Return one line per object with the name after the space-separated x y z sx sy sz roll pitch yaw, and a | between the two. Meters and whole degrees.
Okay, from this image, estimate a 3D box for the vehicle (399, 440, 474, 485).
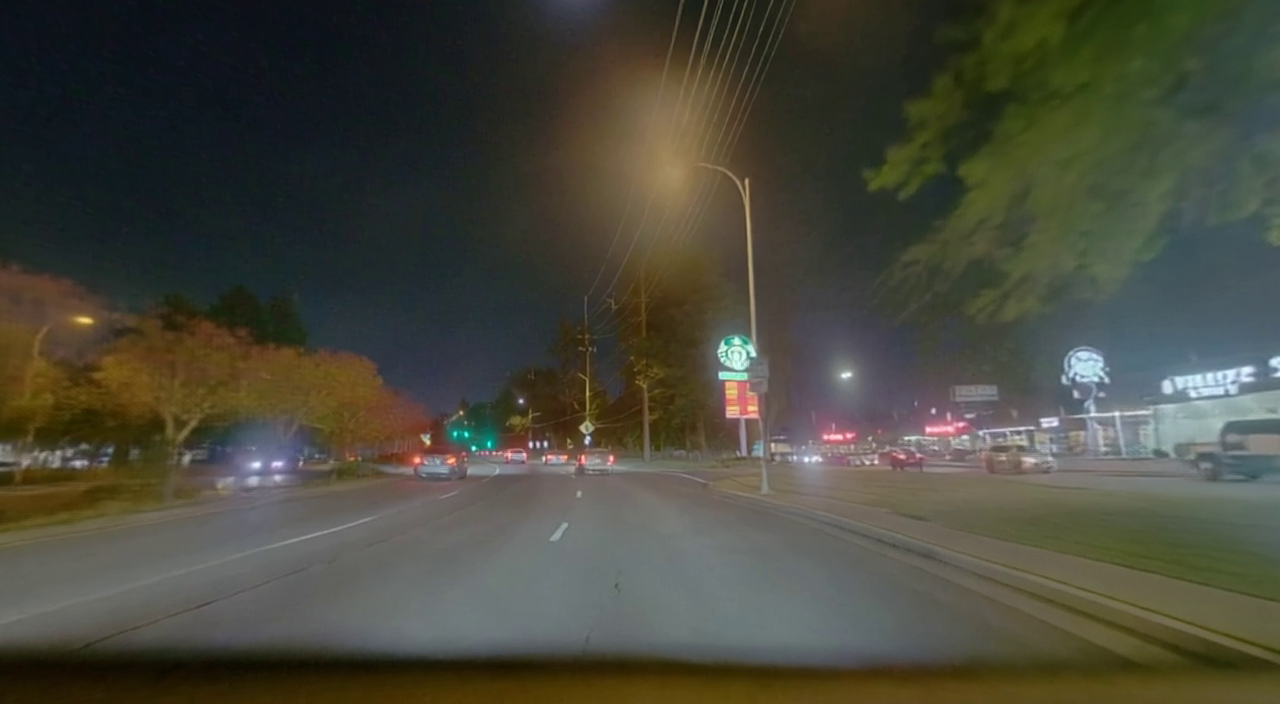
-8.705 4.734 27.405 2.195 1.752 4.515 1 -9 -7 | vehicle

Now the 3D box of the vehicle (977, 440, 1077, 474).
18.220 4.958 29.965 1.795 1.485 4.601 0 -9 0 | vehicle

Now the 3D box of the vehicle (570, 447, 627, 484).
-1.911 4.935 27.836 2.130 1.476 4.453 1 -9 -8 | vehicle

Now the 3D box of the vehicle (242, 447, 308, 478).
-25.393 7.668 44.195 2.258 1.960 5.783 2 -9 -12 | vehicle

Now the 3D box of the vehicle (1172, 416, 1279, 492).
17.060 2.681 16.720 1.863 1.889 4.839 -3 -10 5 | vehicle
